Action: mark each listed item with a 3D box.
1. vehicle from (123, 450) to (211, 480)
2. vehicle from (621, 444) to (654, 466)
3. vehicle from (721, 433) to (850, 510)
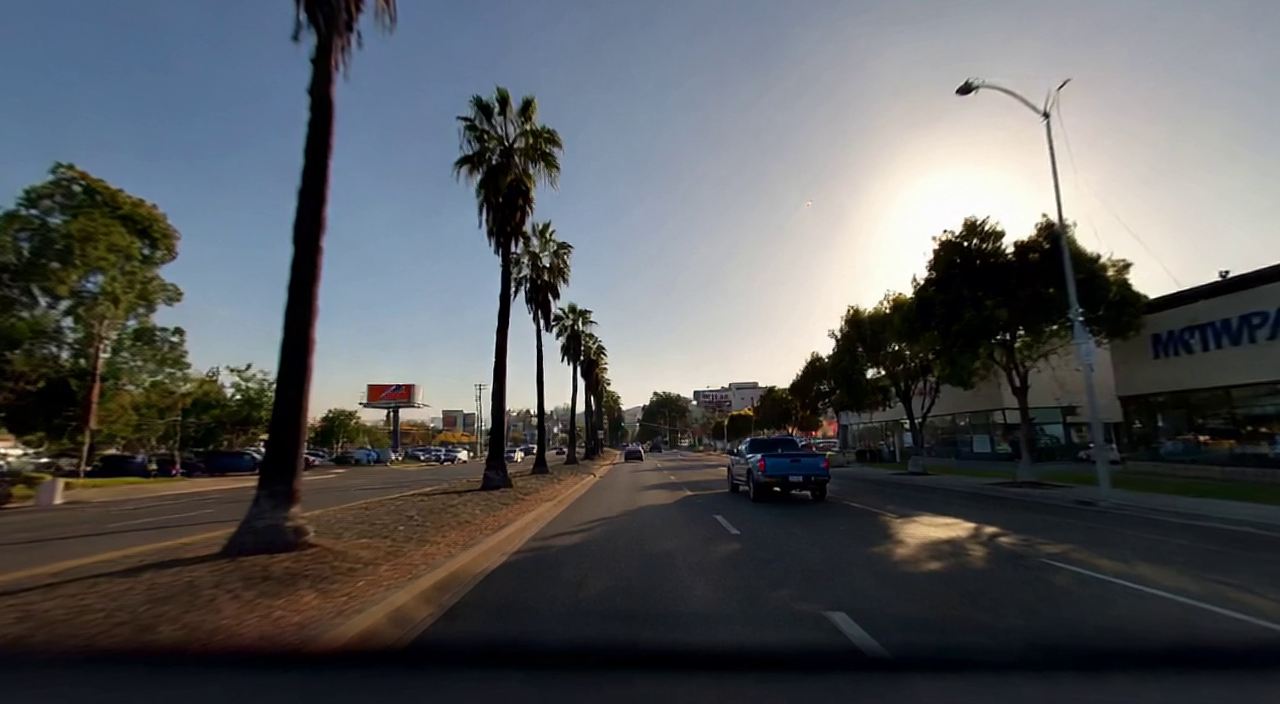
[{"bbox_3d":[-32.587,7.748,43.562,4.634,1.870,2.177,7,-11,-39],"label":"vehicle"},{"bbox_3d":[-0.246,7.325,45.232,2.258,1.468,4.076,0,-8,-2],"label":"vehicle"},{"bbox_3d":[3.234,2.749,15.022,1.889,1.541,4.303,0,-9,-2],"label":"vehicle"}]
